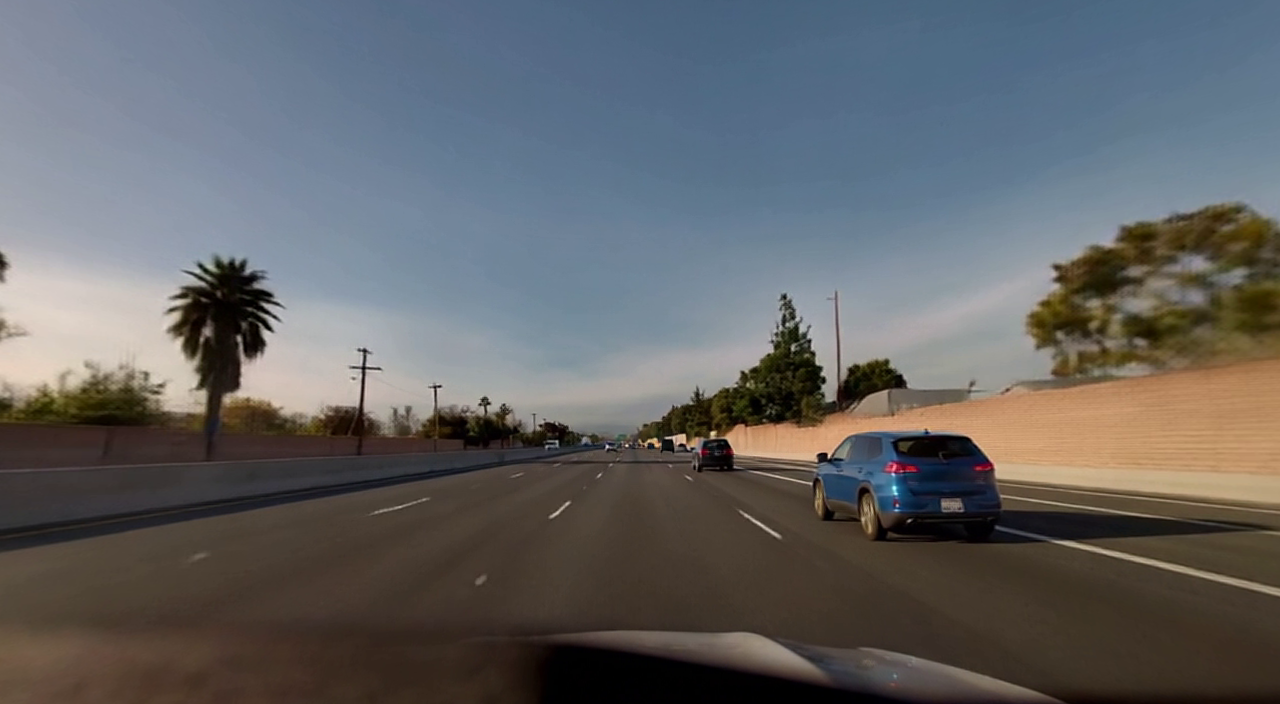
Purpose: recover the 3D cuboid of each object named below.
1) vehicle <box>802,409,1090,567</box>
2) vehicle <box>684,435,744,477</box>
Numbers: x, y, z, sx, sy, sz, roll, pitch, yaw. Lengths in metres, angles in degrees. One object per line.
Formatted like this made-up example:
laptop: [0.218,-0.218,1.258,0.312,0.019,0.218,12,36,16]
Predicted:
vehicle: [3.869,1.782,9.010,1.910,1.696,4.187,0,-8,-1]
vehicle: [3.185,4.580,28.052,2.045,1.688,4.313,0,-9,-1]
